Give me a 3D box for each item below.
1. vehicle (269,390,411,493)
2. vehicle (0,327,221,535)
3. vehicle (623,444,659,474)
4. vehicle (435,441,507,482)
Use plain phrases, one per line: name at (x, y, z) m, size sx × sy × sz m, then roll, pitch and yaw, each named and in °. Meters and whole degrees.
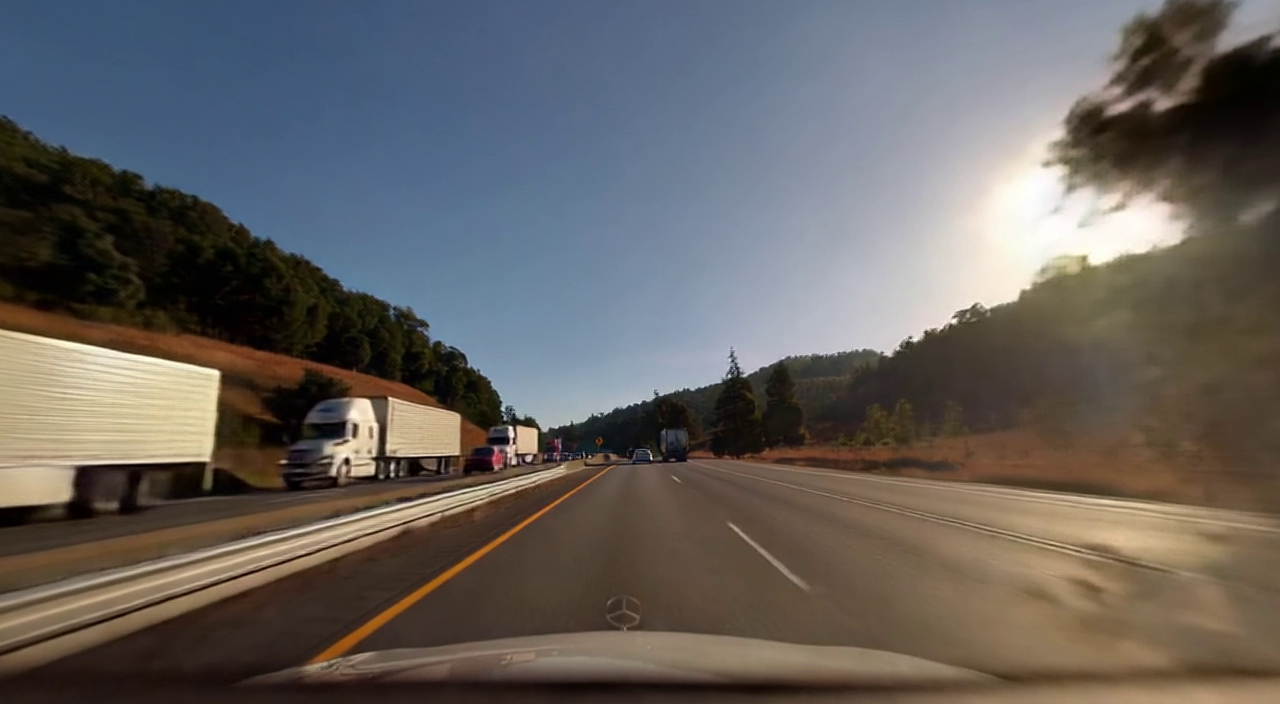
vehicle at (-12.729, 3.930, 27.591) m, size 3.002 × 3.963 × 6.351 m, roll 0°, pitch -9°, yaw -1°
vehicle at (-14.022, 1.376, 11.247) m, size 2.829 × 4.048 × 14.297 m, roll 0°, pitch -9°, yaw 2°
vehicle at (0.040, 6.550, 38.880) m, size 2.137 × 1.689 × 4.051 m, roll 0°, pitch -9°, yaw -1°
vehicle at (-8.530, 5.570, 32.402) m, size 2.292 × 1.917 × 5.174 m, roll 0°, pitch -9°, yaw -1°
